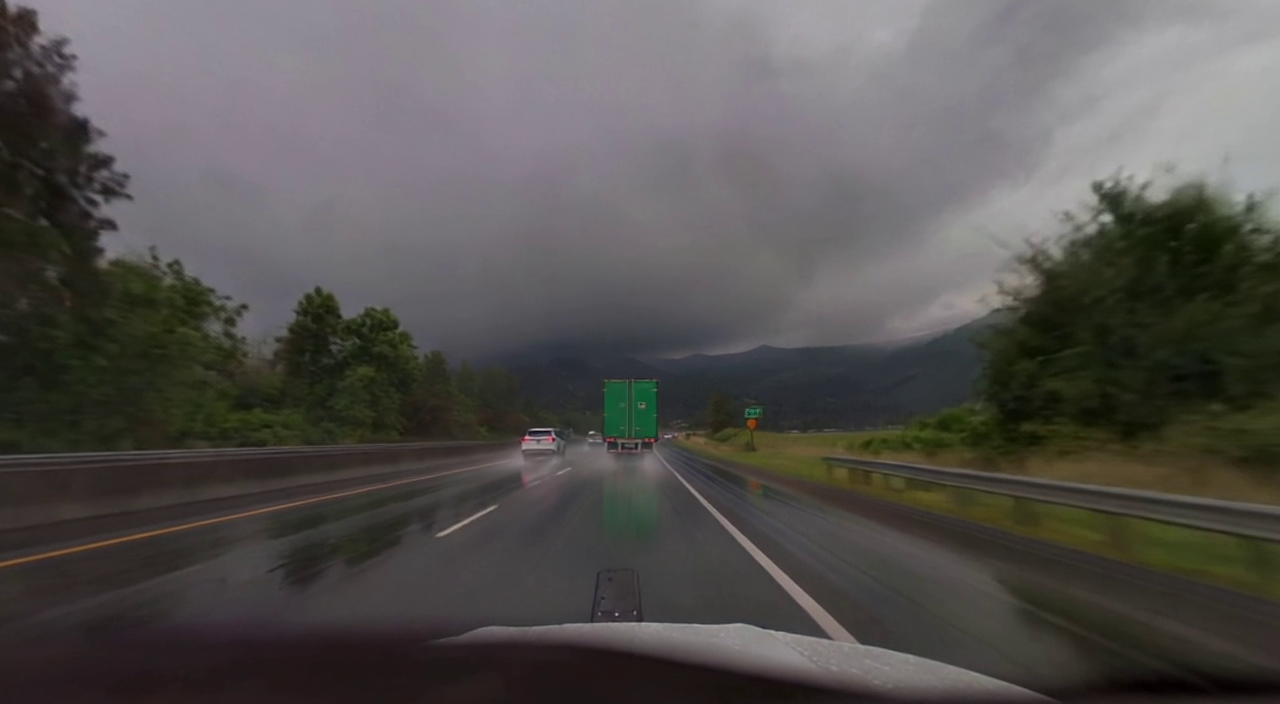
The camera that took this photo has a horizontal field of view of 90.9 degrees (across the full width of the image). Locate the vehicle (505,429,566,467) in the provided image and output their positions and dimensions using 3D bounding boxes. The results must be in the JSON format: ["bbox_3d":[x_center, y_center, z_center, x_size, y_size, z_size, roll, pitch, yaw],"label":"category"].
[{"bbox_3d":[-4.890,4.570,30.221,2.138,1.697,4.587,0,-8,0],"label":"vehicle"}]

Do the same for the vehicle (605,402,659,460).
[{"bbox_3d":[-0.362,3.492,27.892,2.319,2.461,1.270,0,-8,-2],"label":"vehicle"}]
